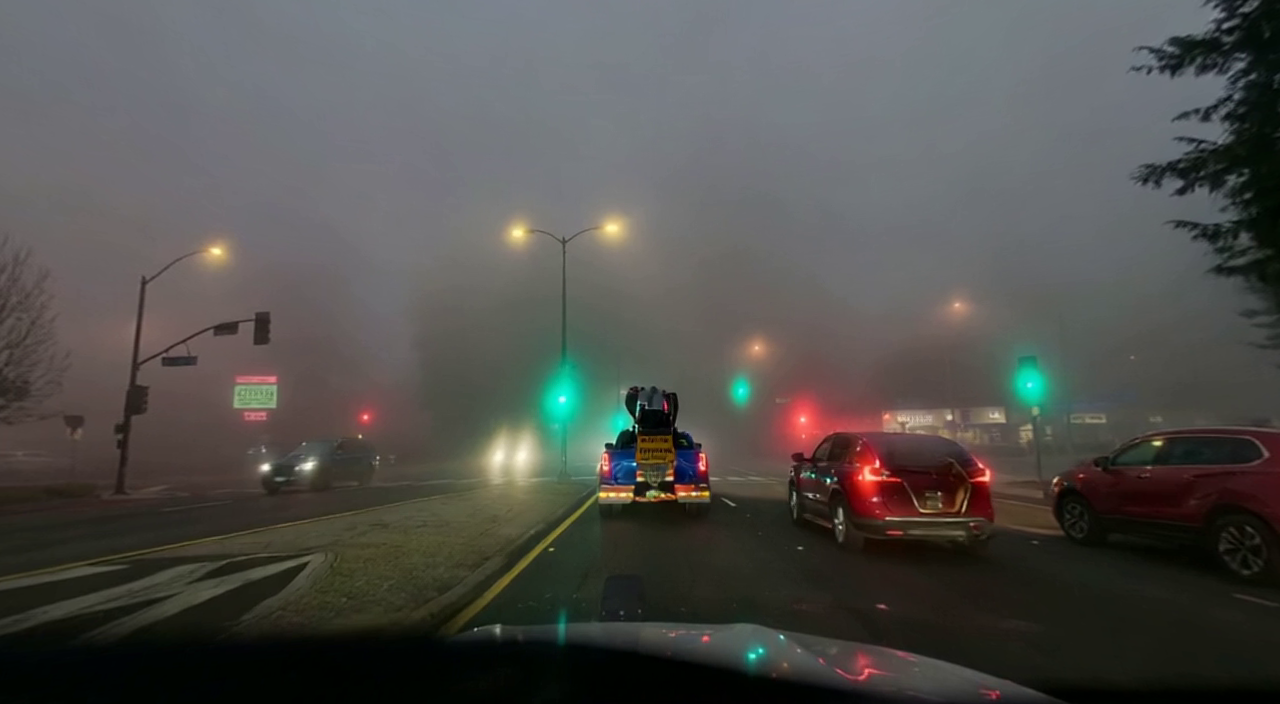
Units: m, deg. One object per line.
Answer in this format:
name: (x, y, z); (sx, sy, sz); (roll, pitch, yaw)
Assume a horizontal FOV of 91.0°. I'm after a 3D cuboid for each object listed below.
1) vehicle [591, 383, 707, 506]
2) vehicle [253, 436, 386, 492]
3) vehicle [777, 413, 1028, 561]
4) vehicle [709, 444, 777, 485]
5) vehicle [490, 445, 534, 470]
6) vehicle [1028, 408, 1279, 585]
vehicle: (0.242, 2.201, 15.233); (2.370, 2.518, 3.858); (-2, -8, 2)
vehicle: (-11.777, 4.129, 23.696); (2.163, 1.858, 5.318); (0, -9, 0)
vehicle: (3.625, 1.940, 9.764); (2.025, 1.754, 4.311); (0, -8, 0)
vehicle: (4.063, 4.488, 25.493); (1.967, 1.515, 4.378); (0, -8, 0)
vehicle: (-8.288, 6.858, 41.110); (1.889, 1.576, 4.044); (0, -9, 1)
vehicle: (7.198, 1.652, 7.758); (1.982, 1.698, 4.408); (0, -9, 0)
